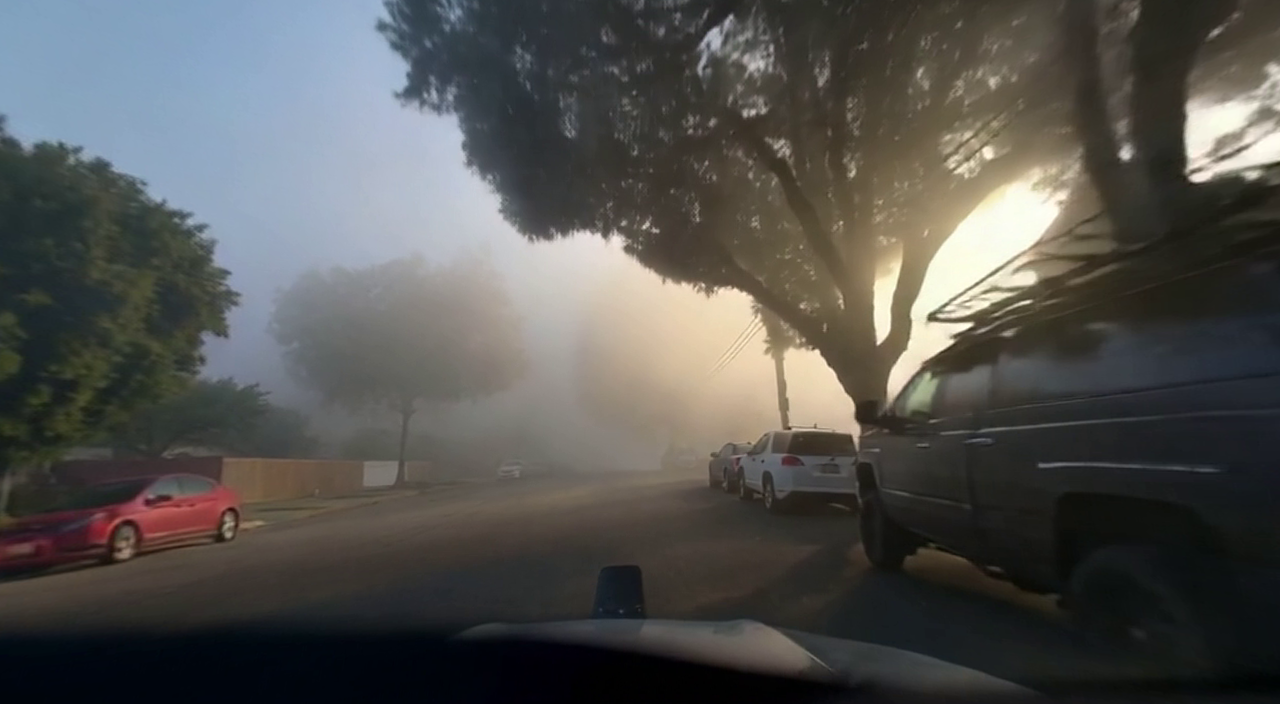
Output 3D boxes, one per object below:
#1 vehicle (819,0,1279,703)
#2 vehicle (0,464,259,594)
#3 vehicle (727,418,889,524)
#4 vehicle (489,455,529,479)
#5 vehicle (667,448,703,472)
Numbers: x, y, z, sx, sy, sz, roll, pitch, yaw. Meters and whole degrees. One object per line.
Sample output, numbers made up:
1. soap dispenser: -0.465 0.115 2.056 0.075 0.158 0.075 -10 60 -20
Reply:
1. vehicle: 3.152 0.570 3.961 2.388 2.604 6.241 0 -9 2
2. vehicle: -8.431 2.745 10.401 1.839 1.384 4.124 -7 -7 -2
3. vehicle: 3.120 2.334 12.868 1.928 1.751 4.537 0 -9 -1
4. vehicle: -8.753 7.703 42.480 1.937 1.427 4.510 0 -9 -3
5. vehicle: 2.951 7.218 42.417 1.927 1.529 4.144 0 -9 -3
